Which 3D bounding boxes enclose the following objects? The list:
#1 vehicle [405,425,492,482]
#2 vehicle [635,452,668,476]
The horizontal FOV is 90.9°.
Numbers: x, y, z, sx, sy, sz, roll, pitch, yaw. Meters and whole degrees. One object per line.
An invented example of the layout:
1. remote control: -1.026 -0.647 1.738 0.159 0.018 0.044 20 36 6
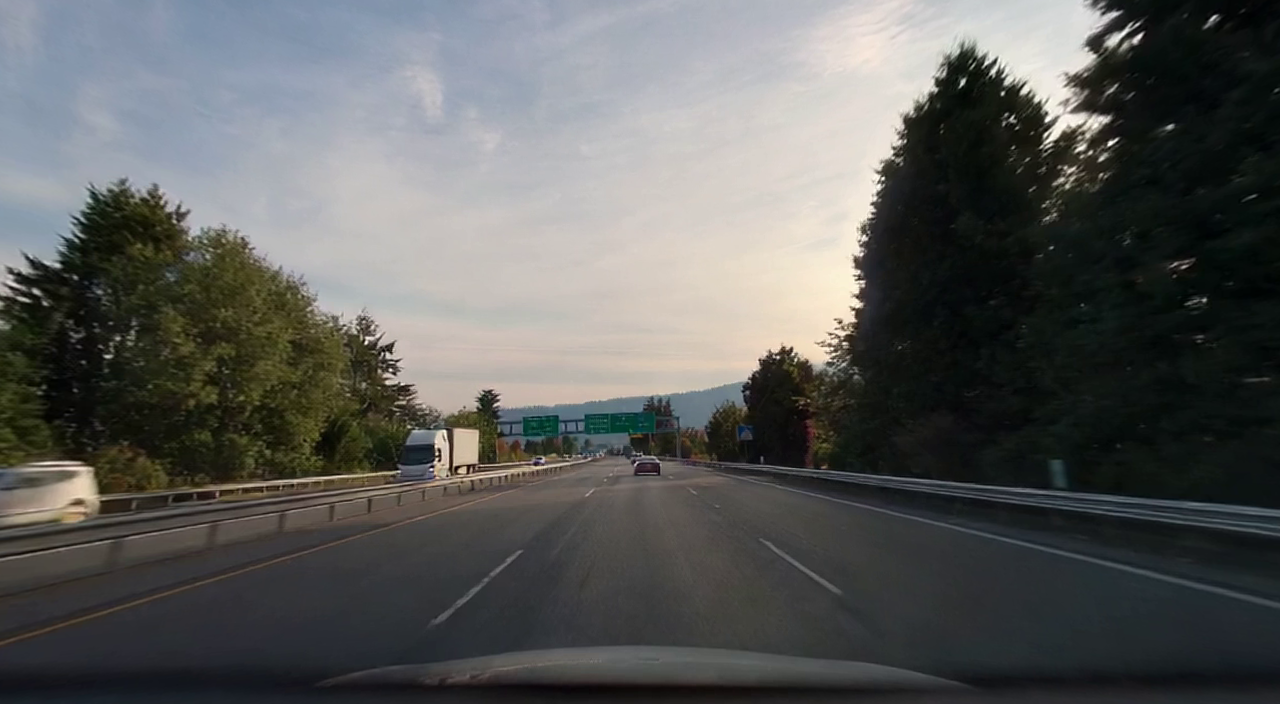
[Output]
1. vehicle: -13.892 7.535 46.850 3.366 3.773 9.860 0 -9 0
2. vehicle: 0.702 7.195 40.574 2.036 1.457 3.471 0 -9 -1
